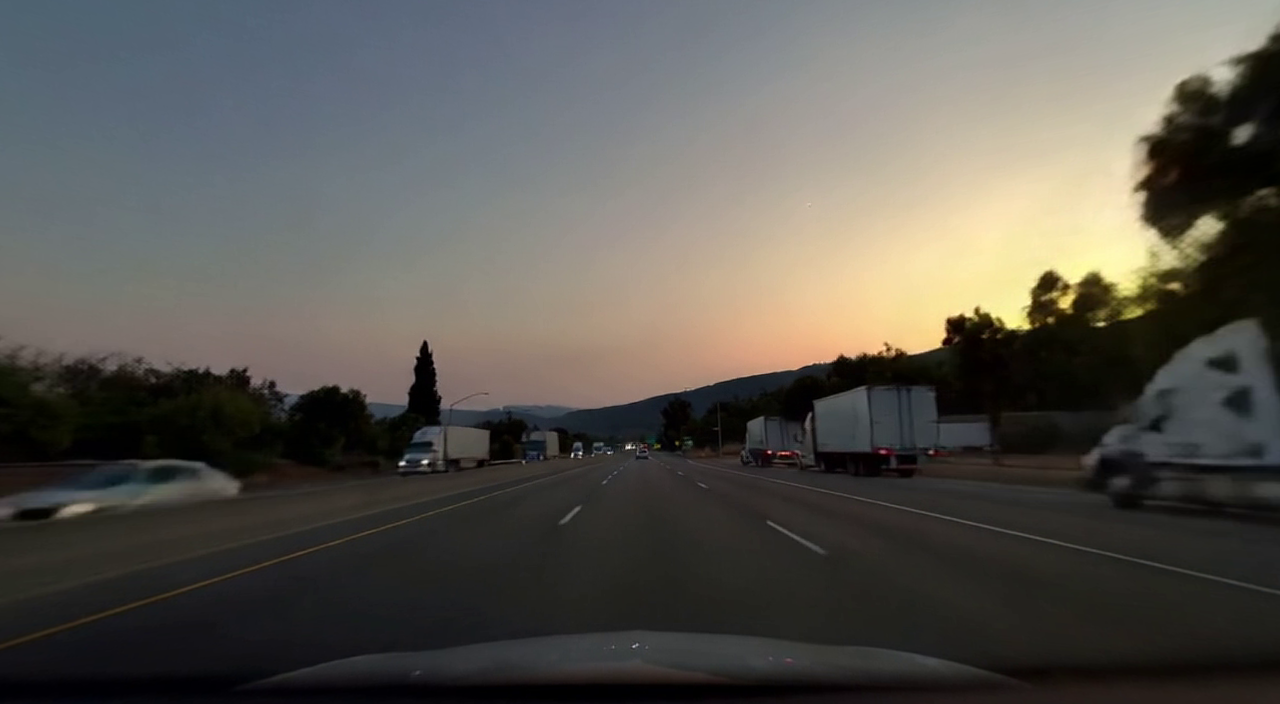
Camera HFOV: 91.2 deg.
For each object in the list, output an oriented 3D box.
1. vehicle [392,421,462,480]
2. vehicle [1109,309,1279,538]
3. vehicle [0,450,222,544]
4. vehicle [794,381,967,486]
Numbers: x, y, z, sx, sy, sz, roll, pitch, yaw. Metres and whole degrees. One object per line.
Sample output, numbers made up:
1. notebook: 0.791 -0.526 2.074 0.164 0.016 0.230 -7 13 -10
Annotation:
1. vehicle: -15.528 7.248 46.133 2.996 3.975 5.840 -1 -9 0
2. vehicle: 11.348 0.635 6.746 2.741 3.505 12.591 0 -9 -1
3. vehicle: -11.598 2.963 13.522 1.990 1.644 4.594 0 -9 -1
4. vehicle: 11.071 4.264 31.509 2.850 4.038 14.497 0 -9 0
